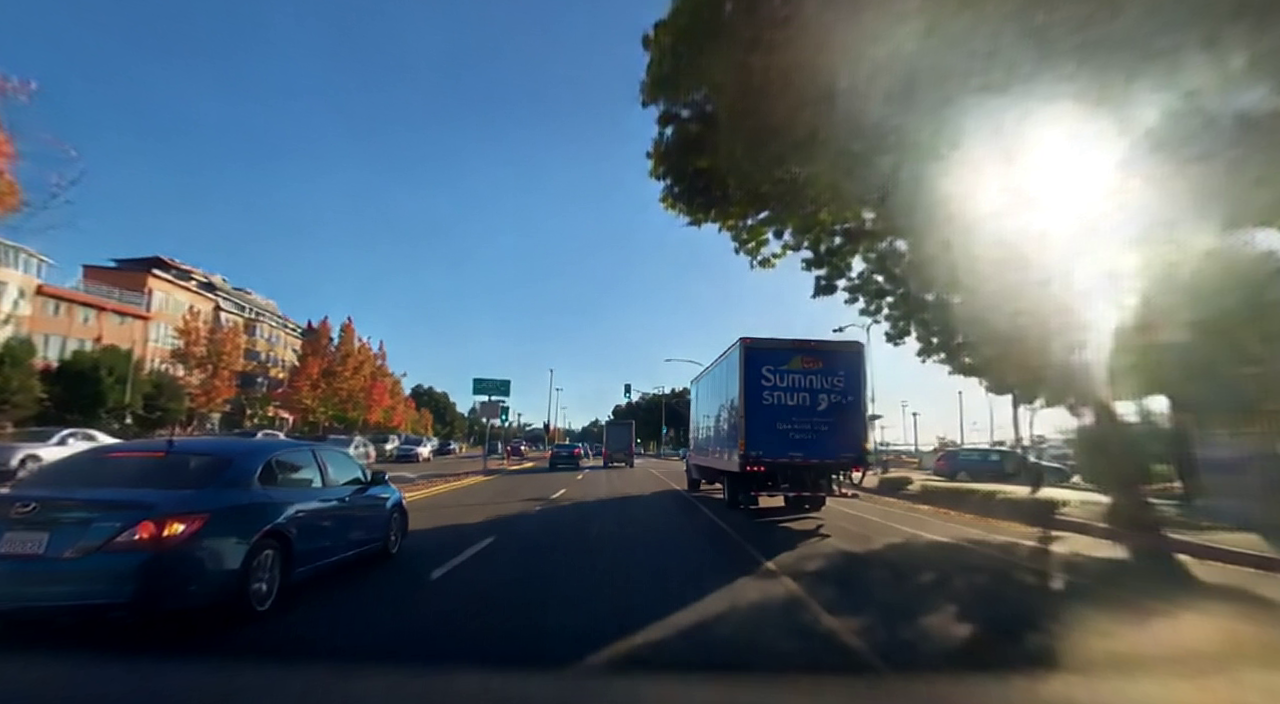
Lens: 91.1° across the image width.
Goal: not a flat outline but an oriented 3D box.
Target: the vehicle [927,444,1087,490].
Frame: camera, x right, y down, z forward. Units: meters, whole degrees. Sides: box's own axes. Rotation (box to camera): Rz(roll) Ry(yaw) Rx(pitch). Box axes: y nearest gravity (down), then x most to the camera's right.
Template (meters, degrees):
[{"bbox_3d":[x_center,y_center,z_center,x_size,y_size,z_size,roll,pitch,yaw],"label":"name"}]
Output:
[{"bbox_3d":[16.172,5.082,28.059,5.670,1.895,2.219,-2,-9,15],"label":"vehicle"}]

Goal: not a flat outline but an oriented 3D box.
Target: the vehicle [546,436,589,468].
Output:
[{"bbox_3d":[-4.409,6.113,38.360,2.388,1.811,4.455,1,-9,-6],"label":"vehicle"}]

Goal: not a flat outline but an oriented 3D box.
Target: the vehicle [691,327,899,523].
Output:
[{"bbox_3d":[3.225,1.959,15.983,2.905,3.644,8.441,0,-8,-1],"label":"vehicle"}]

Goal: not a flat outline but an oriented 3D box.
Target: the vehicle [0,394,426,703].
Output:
[{"bbox_3d":[-3.468,1.282,5.156,1.828,1.515,4.422,0,-9,0],"label":"vehicle"}]

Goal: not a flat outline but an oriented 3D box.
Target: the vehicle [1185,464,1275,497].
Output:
[{"bbox_3d":[34.980,7.598,37.389,2.066,1.643,4.614,-3,-9,19],"label":"vehicle"}]
